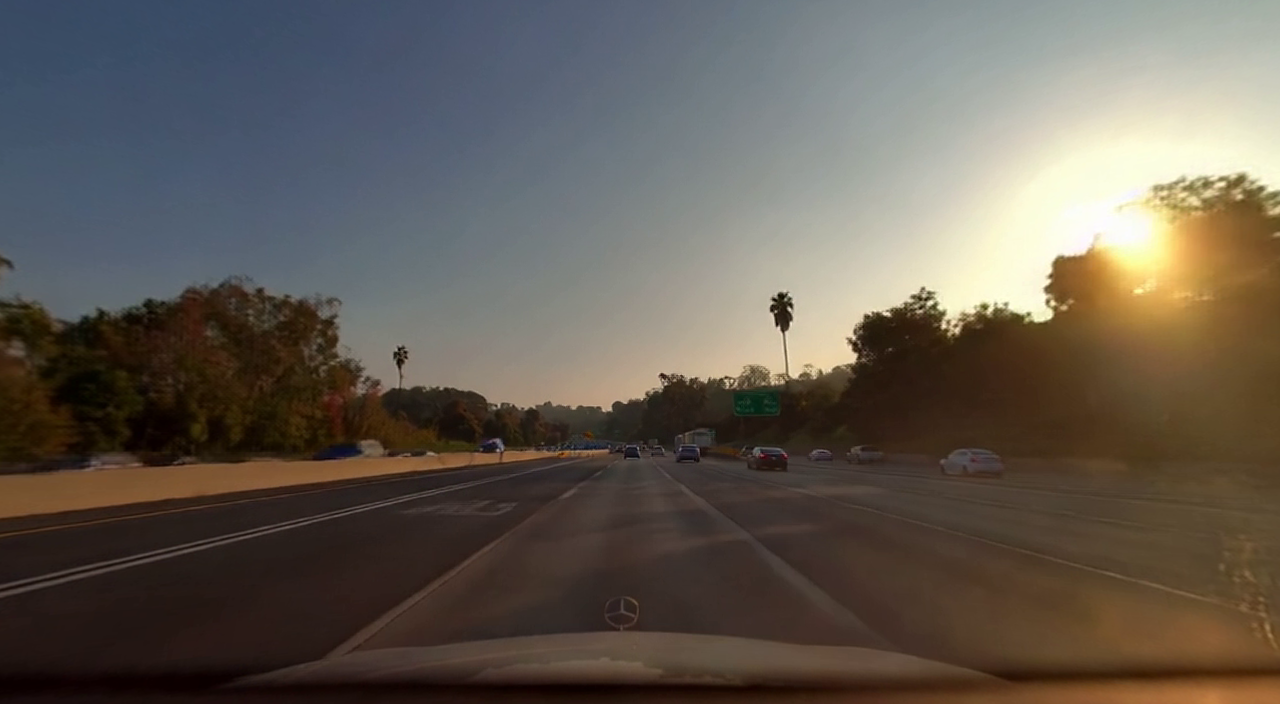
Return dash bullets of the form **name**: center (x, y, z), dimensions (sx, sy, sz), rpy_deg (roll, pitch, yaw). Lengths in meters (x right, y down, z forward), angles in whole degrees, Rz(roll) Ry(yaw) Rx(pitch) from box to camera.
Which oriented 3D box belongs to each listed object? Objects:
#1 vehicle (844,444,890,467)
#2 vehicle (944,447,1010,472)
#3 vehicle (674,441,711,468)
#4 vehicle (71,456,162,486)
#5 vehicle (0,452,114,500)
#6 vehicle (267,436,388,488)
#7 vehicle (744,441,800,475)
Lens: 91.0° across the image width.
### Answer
- **vehicle**: center (17.231, 7.848, 47.934), dimensions (1.887, 1.642, 4.592), rpy_deg (0, -8, 2)
- **vehicle**: center (21.107, 6.735, 39.672), dimensions (1.774, 1.457, 4.653), rpy_deg (0, -8, 3)
- **vehicle**: center (3.468, 6.829, 42.114), dimensions (2.035, 1.704, 3.867), rpy_deg (0, -8, -1)
- **vehicle**: center (-32.401, 7.329, 39.117), dimensions (1.821, 1.655, 4.534), rpy_deg (0, -8, -2)
- **vehicle**: center (-23.968, 4.899, 25.258), dimensions (1.914, 1.698, 4.353), rpy_deg (0, -8, 0)
- **vehicle**: center (-12.663, 4.477, 26.011), dimensions (2.256, 1.886, 5.220), rpy_deg (0, -8, 0)
- **vehicle**: center (6.820, 5.522, 33.061), dimensions (1.902, 1.623, 4.360), rpy_deg (0, -8, -1)
